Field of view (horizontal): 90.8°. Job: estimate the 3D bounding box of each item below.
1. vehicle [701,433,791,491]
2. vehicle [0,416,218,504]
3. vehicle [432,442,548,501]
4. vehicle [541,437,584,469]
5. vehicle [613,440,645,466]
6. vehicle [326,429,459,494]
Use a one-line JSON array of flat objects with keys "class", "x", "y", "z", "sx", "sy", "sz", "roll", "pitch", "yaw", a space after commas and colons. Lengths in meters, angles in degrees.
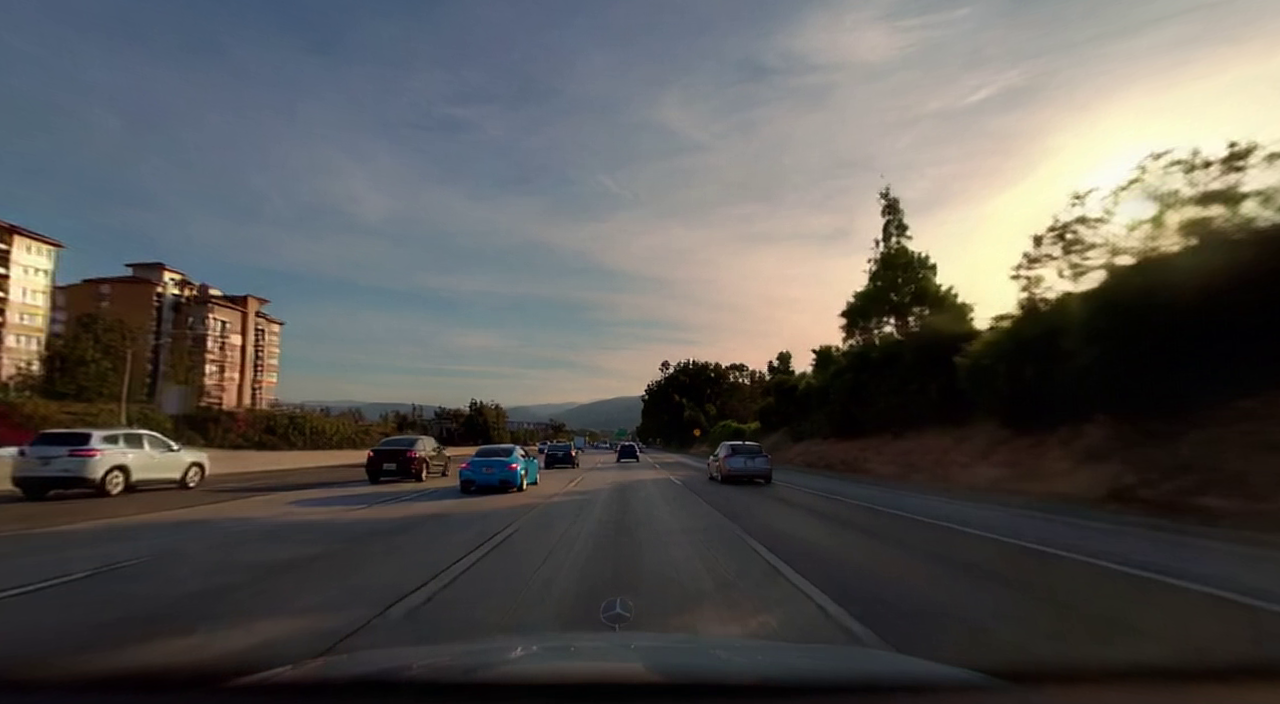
[{"class": "vehicle", "x": 3.318, "y": 3.542, "z": 20.696, "sx": 2.061, "sy": 1.658, "sz": 4.417, "roll": 0, "pitch": -8, "yaw": -2}, {"class": "vehicle", "x": -15.256, "y": 2.963, "z": 17.788, "sx": 2.396, "sy": 1.999, "sz": 6.333, "roll": 0, "pitch": -8, "yaw": 0}, {"class": "vehicle", "x": -3.987, "y": 3.241, "z": 17.667, "sx": 2.124, "sy": 1.426, "sz": 4.444, "roll": 0, "pitch": -8, "yaw": 0}, {"class": "vehicle", "x": -4.610, "y": 6.086, "z": 38.245, "sx": 2.044, "sy": 1.774, "sz": 4.329, "roll": 0, "pitch": -8, "yaw": 0}, {"class": "vehicle", "x": -0.739, "y": 6.890, "z": 43.240, "sx": 2.053, "sy": 1.650, "sz": 3.945, "roll": 0, "pitch": -8, "yaw": -1}, {"class": "vehicle", "x": -7.525, "y": 3.381, "z": 19.893, "sx": 2.086, "sy": 1.776, "sz": 5.080, "roll": 0, "pitch": -8, "yaw": 0}]
